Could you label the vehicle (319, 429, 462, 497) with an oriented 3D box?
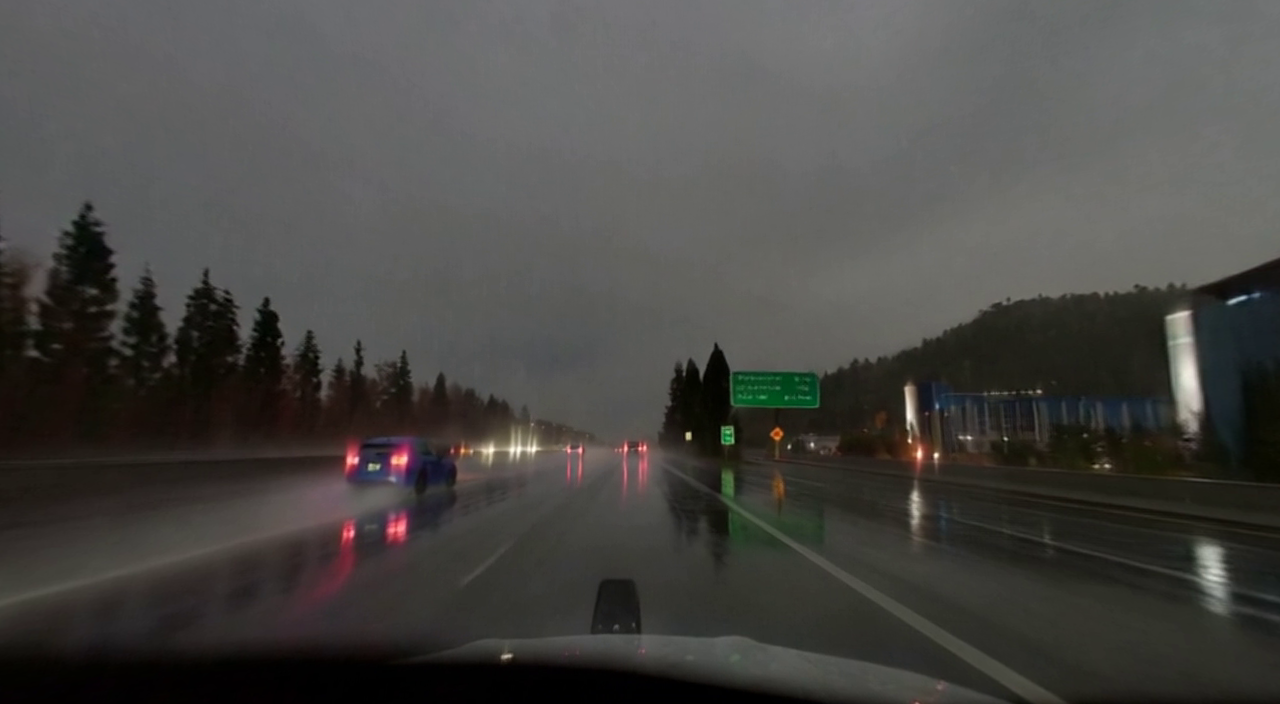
[{"bbox_3d":[-6.720,3.051,17.728,2.016,1.606,4.806,1,-8,1],"label":"vehicle"}]
